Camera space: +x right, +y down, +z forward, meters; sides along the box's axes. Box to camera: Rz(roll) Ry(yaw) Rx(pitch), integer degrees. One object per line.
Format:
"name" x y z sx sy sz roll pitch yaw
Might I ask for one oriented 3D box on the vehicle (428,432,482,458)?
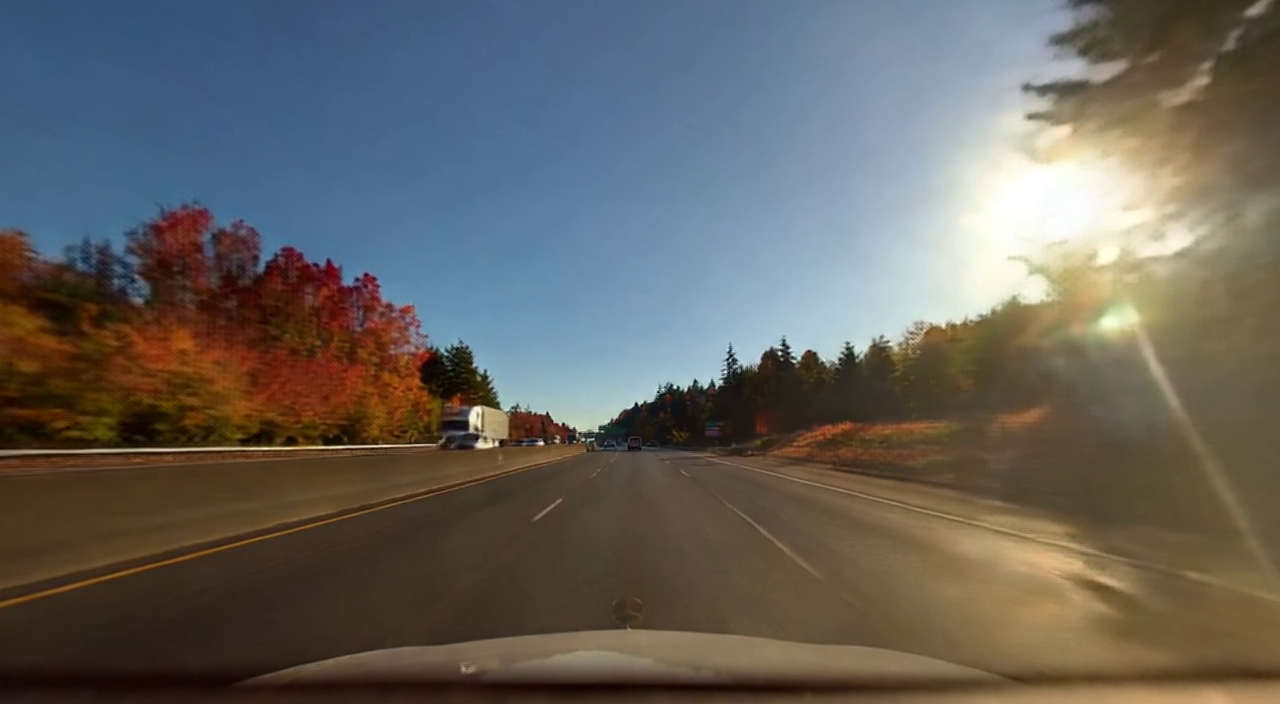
"vehicle" -11.697 5.928 40.113 1.968 1.569 4.700 0 -8 0
